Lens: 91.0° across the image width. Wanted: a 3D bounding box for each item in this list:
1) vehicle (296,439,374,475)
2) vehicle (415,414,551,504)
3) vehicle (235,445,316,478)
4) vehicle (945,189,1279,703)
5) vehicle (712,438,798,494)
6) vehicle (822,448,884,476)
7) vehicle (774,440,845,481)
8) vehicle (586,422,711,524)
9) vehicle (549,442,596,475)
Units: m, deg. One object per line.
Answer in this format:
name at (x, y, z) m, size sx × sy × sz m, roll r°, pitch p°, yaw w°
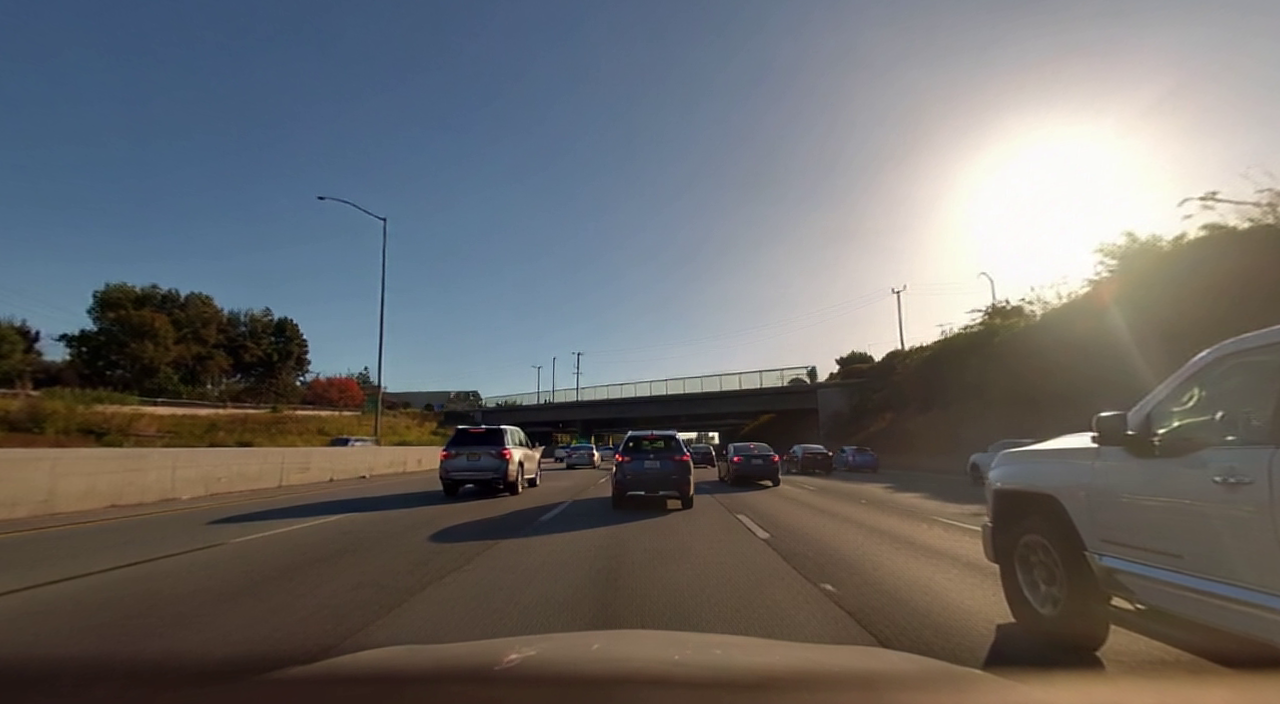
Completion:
vehicle at (-17.659, 6.086, 36.776) m, size 2.024 × 1.946 × 4.793 m, roll 0°, pitch -9°, yaw 1°
vehicle at (-4.182, 3.016, 18.126) m, size 2.212 × 2.101 × 6.052 m, roll 0°, pitch -9°, yaw 2°
vehicle at (-21.614, 6.479, 37.581) m, size 1.949 × 1.844 × 4.533 m, roll 0°, pitch -9°, yaw 2°
vehicle at (3.538, 0.510, 2.211) m, size 2.300 × 2.242 × 5.327 m, roll 0°, pitch -9°, yaw 1°
vehicle at (3.720, 3.782, 21.287) m, size 2.022 × 1.633 × 4.651 m, roll 0°, pitch -9°, yaw 0°
vehicle at (12.142, 6.258, 36.186) m, size 1.945 × 1.498 × 4.385 m, roll 1°, pitch -9°, yaw -1°
vehicle at (7.953, 5.125, 30.042) m, size 2.054 × 1.769 × 4.693 m, roll 0°, pitch -9°, yaw 0°
vehicle at (0.189, 2.440, 13.190) m, size 2.181 × 1.756 × 4.167 m, roll 0°, pitch -9°, yaw 1°
vehicle at (-3.643, 5.879, 34.920) m, size 1.982 × 1.655 × 4.604 m, roll 0°, pitch -9°, yaw 2°
